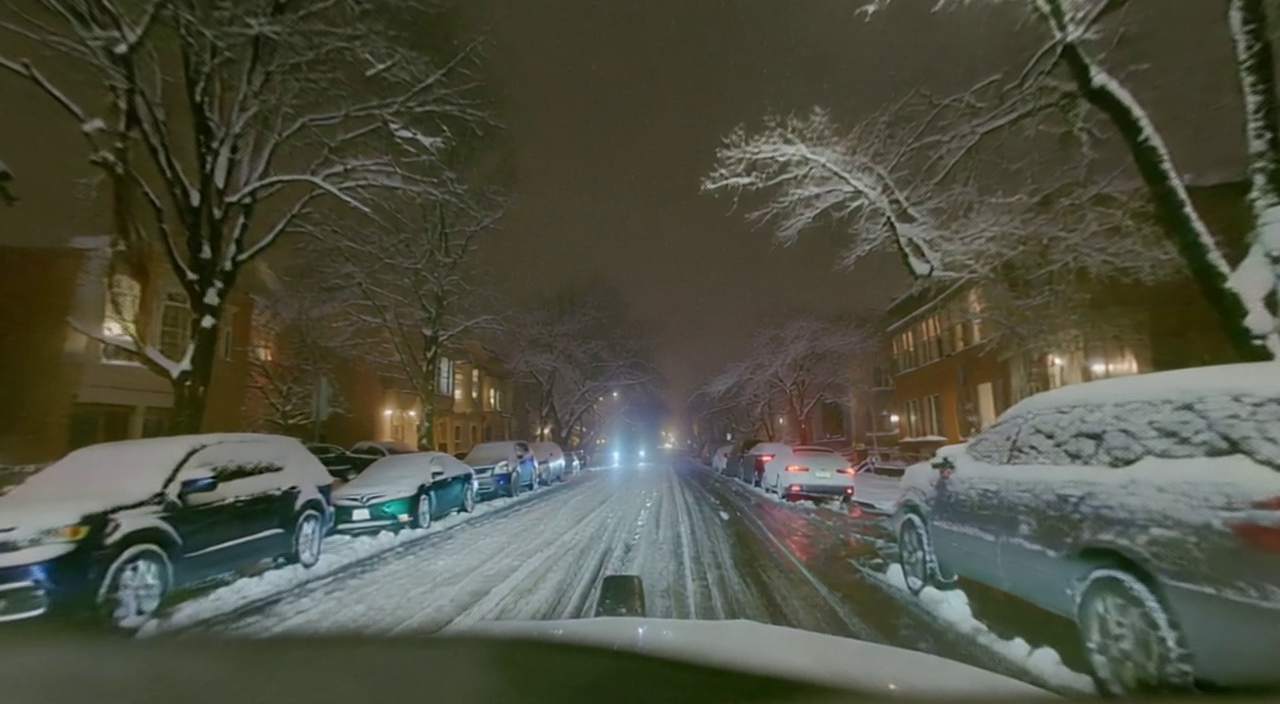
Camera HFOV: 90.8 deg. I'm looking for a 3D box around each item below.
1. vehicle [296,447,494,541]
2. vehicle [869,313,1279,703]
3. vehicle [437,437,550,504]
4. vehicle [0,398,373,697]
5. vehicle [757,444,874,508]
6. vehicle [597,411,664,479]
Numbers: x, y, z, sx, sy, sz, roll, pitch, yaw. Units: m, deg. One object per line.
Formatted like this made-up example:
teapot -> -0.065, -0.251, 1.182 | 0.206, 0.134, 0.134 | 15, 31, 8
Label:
vehicle -> -4.540, 2.659, 12.670 | 1.861, 1.474, 4.749 | 0, -8, 3
vehicle -> 3.590, 1.119, 4.513 | 2.182, 1.900, 4.779 | 0, -8, 1
vehicle -> -4.343, 3.576, 19.748 | 2.002, 1.781, 5.380 | 0, -8, 3
vehicle -> -4.925, 1.560, 6.431 | 2.203, 1.815, 4.972 | 0, -8, 0
vehicle -> 4.515, 3.230, 17.002 | 1.813, 1.468, 4.267 | 0, -8, -2
vehicle -> -0.282, 4.495, 30.482 | 2.716, 2.887, 6.781 | -1, -8, 4
